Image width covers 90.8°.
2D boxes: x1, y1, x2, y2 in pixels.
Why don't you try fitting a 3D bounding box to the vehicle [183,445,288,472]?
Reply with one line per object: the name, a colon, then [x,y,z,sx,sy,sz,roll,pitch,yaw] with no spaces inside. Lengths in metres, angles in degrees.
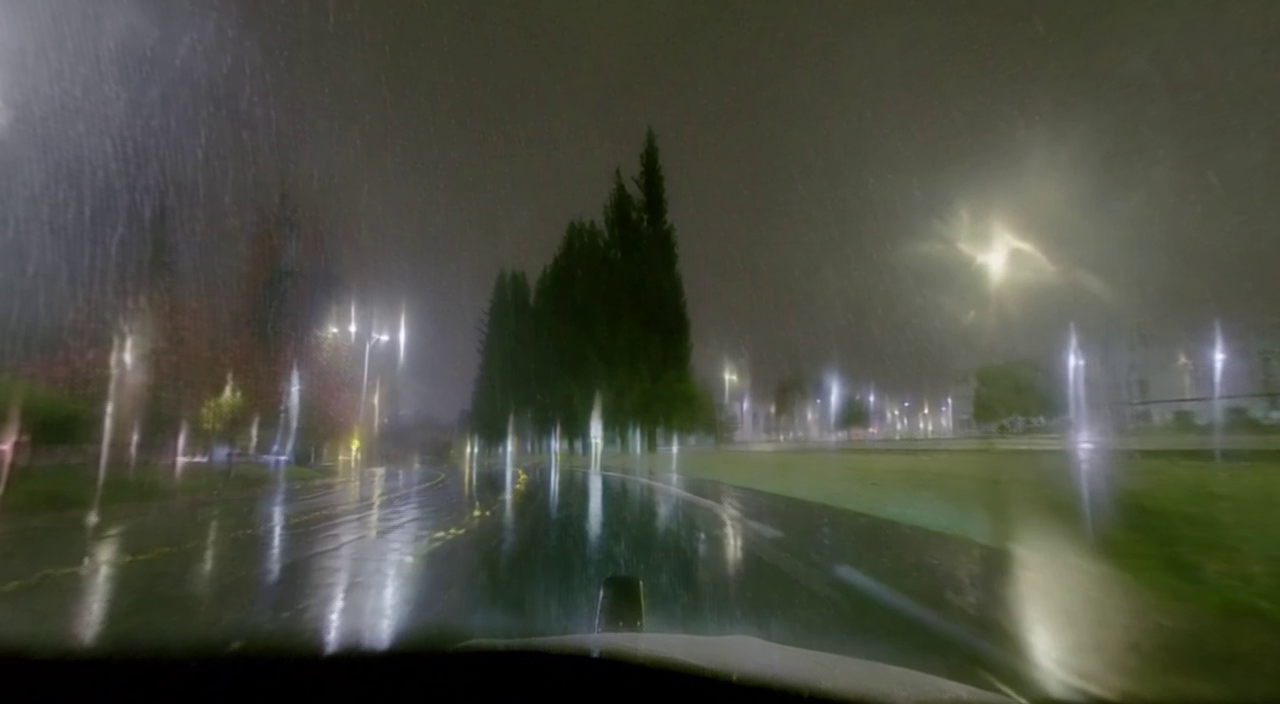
vehicle: [-28.145,7.473,44.236,5.613,1.775,2.357,3,-9,-14]
